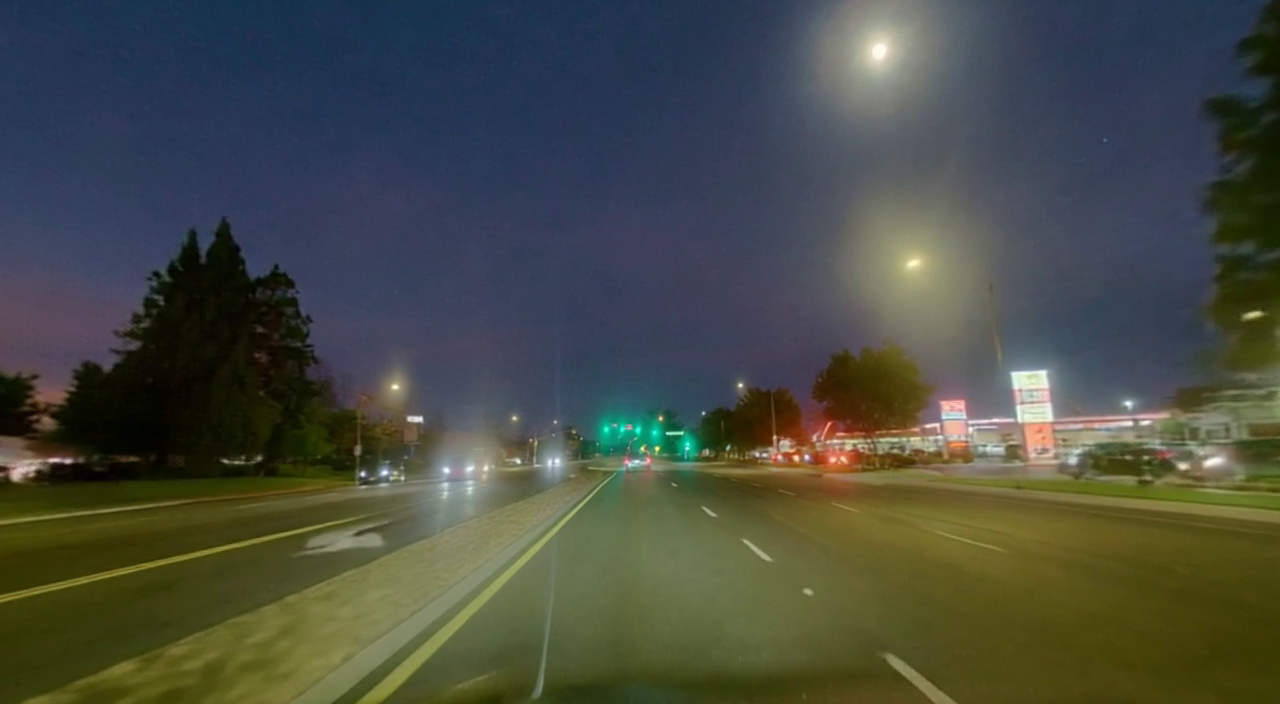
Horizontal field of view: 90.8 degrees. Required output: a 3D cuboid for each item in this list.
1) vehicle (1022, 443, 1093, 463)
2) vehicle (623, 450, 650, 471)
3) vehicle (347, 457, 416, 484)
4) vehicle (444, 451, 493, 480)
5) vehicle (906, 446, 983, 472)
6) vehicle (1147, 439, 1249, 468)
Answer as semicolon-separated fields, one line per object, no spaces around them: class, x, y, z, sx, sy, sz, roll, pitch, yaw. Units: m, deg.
vehicle;32.106;7.783;48.656;4.036;1.512;1.856;0;-9;2
vehicle;-0.310;8.569;49.984;2.065;1.521;4.306;0;-9;-1
vehicle;-18.880;8.662;46.321;1.874;1.755;4.346;-6;-10;33
vehicle;-11.420;7.574;42.397;2.004;1.787;4.384;0;-9;1
vehicle;19.577;6.850;40.585;4.333;1.532;2.037;4;-10;-25
vehicle;32.383;5.901;36.773;3.999;1.581;1.975;0;-9;1
